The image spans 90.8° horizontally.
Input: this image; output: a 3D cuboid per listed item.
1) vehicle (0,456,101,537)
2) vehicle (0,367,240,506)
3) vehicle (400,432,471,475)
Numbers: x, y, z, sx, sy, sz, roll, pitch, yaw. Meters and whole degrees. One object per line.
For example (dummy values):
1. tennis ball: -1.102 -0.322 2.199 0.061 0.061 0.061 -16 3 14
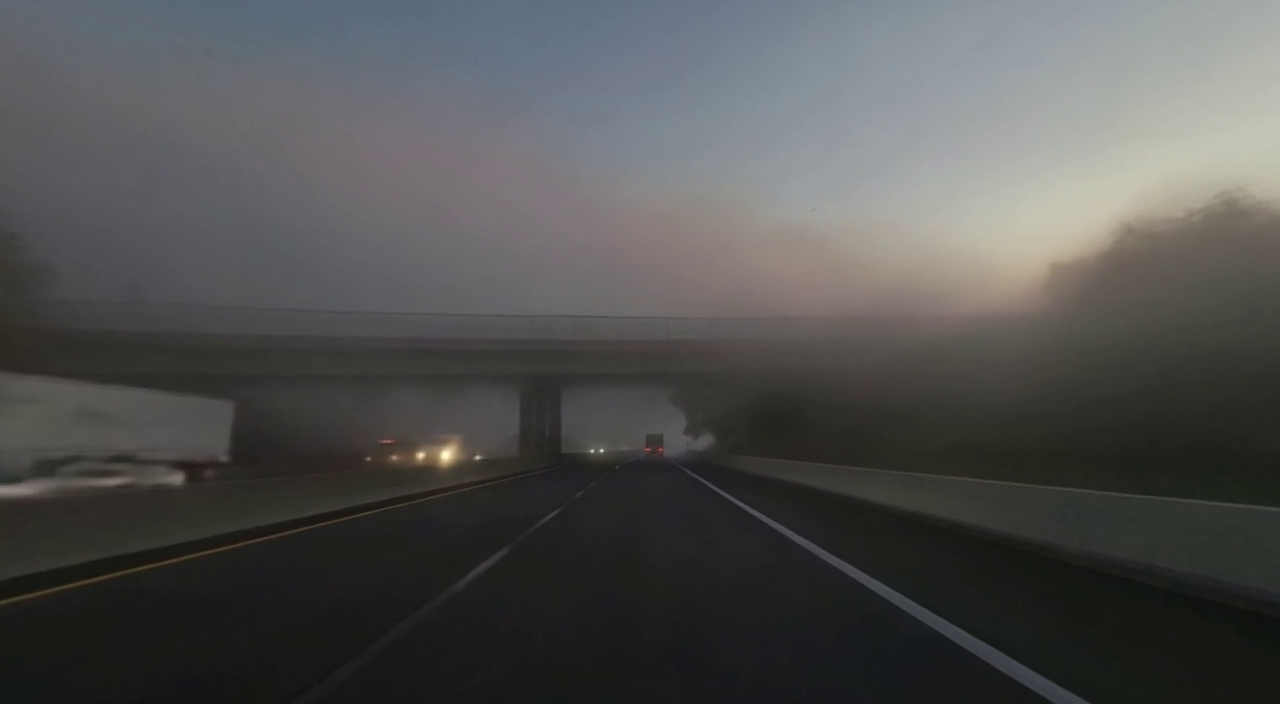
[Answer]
1. vehicle: -12.817 2.687 11.709 1.897 1.461 4.172 0 -9 0
2. vehicle: -20.320 3.059 22.202 2.930 4.046 14.334 0 -9 1
3. vehicle: -13.244 6.641 41.426 2.269 2.531 6.872 0 -9 1
